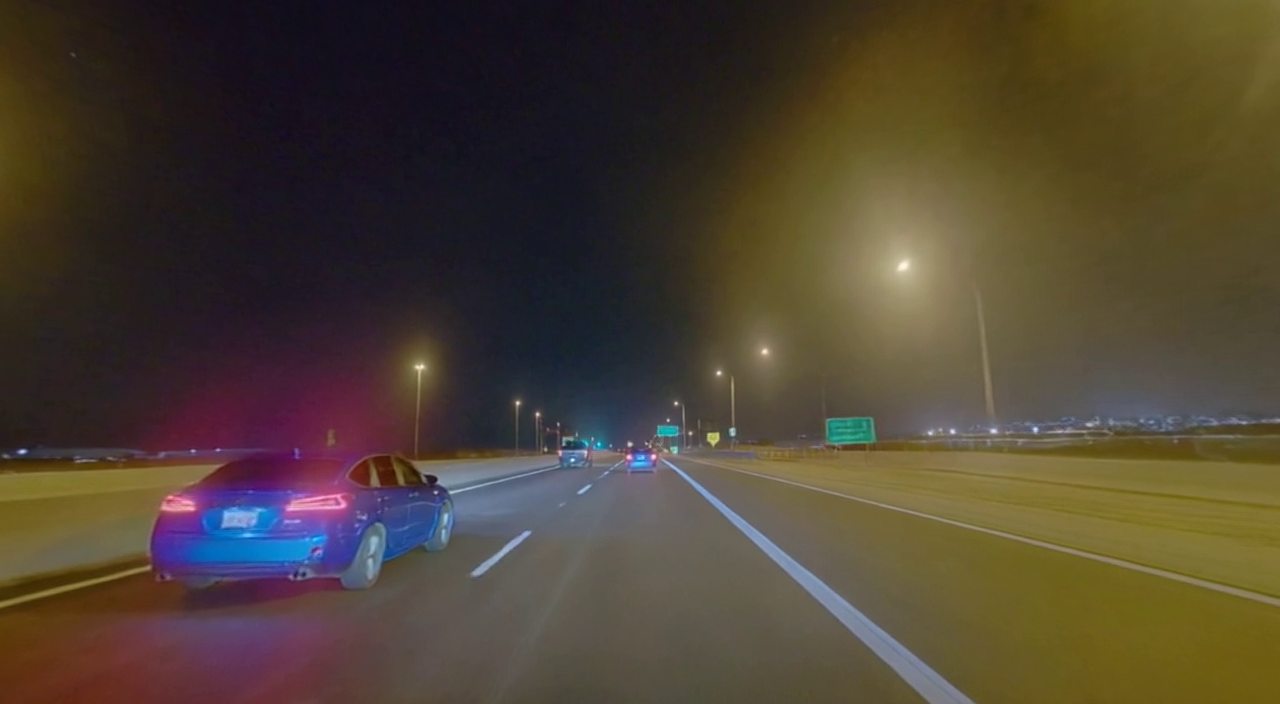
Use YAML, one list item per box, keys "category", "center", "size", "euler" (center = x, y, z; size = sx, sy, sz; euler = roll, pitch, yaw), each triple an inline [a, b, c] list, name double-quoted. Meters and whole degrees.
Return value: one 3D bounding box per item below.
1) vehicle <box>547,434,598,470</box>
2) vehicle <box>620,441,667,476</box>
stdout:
- category: "vehicle"
  center: [-3.730, 5.681, 35.880]
  size: [2.264, 1.901, 4.647]
  euler: [0, -9, 2]
- category: "vehicle"
  center: [0.179, 5.054, 30.165]
  size: [2.086, 1.548, 4.325]
  euler: [0, -9, 1]
